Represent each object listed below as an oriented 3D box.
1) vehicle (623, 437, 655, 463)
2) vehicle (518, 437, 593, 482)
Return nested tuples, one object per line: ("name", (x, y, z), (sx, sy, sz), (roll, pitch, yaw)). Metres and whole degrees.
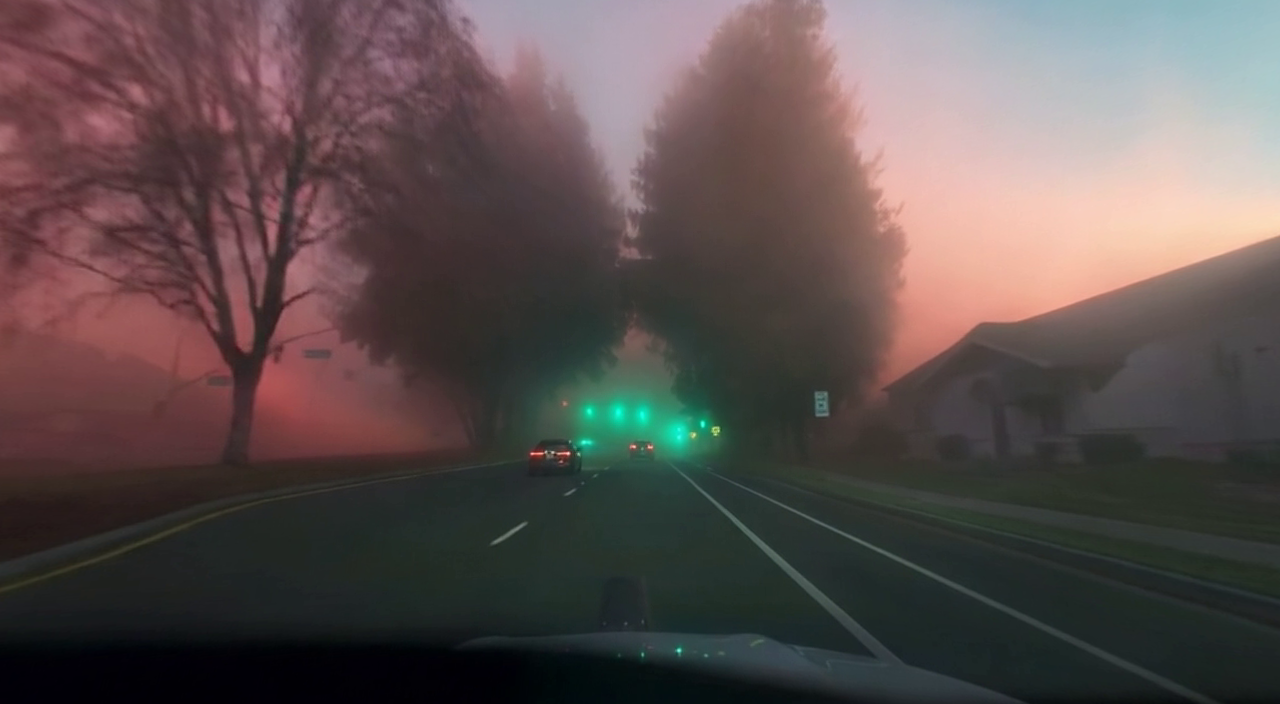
("vehicle", (-0.046, 6.882, 44.301), (2.153, 1.764, 4.047), (0, -8, 1))
("vehicle", (-2.987, 3.920, 23.277), (2.015, 1.470, 4.458), (0, -8, 2))
